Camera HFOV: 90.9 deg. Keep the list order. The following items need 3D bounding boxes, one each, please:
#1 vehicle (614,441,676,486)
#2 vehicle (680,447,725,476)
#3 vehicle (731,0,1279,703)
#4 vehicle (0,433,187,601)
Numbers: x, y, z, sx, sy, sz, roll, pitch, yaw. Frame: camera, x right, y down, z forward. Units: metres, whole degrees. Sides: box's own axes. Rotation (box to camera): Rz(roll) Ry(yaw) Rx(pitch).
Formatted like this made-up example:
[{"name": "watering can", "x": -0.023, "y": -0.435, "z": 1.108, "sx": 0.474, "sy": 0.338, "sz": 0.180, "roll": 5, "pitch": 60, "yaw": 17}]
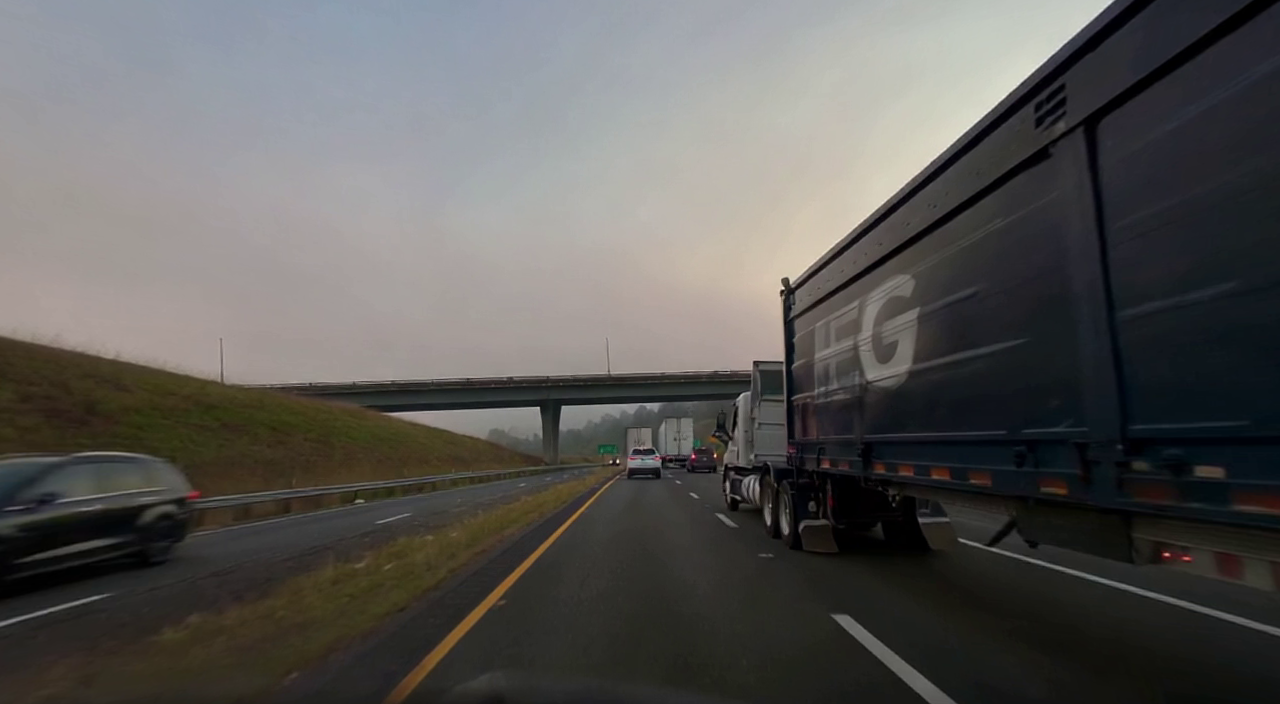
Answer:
[{"name": "vehicle", "x": 0.191, "y": 4.410, "z": 25.200, "sx": 2.256, "sy": 1.615, "sz": 4.114, "roll": -1, "pitch": -9, "yaw": 0}, {"name": "vehicle", "x": 3.401, "y": 6.059, "z": 35.078, "sx": 1.972, "sy": 1.505, "sz": 3.946, "roll": 0, "pitch": -9, "yaw": -1}, {"name": "vehicle", "x": 3.164, "y": 0.054, "z": 4.850, "sx": 2.870, "sy": 4.056, "sz": 14.250, "roll": -1, "pitch": -9, "yaw": 0}, {"name": "vehicle", "x": -7.529, "y": 1.739, "z": 6.751, "sx": 2.027, "sy": 1.689, "sz": 4.372, "roll": -1, "pitch": -9, "yaw": 1}]
